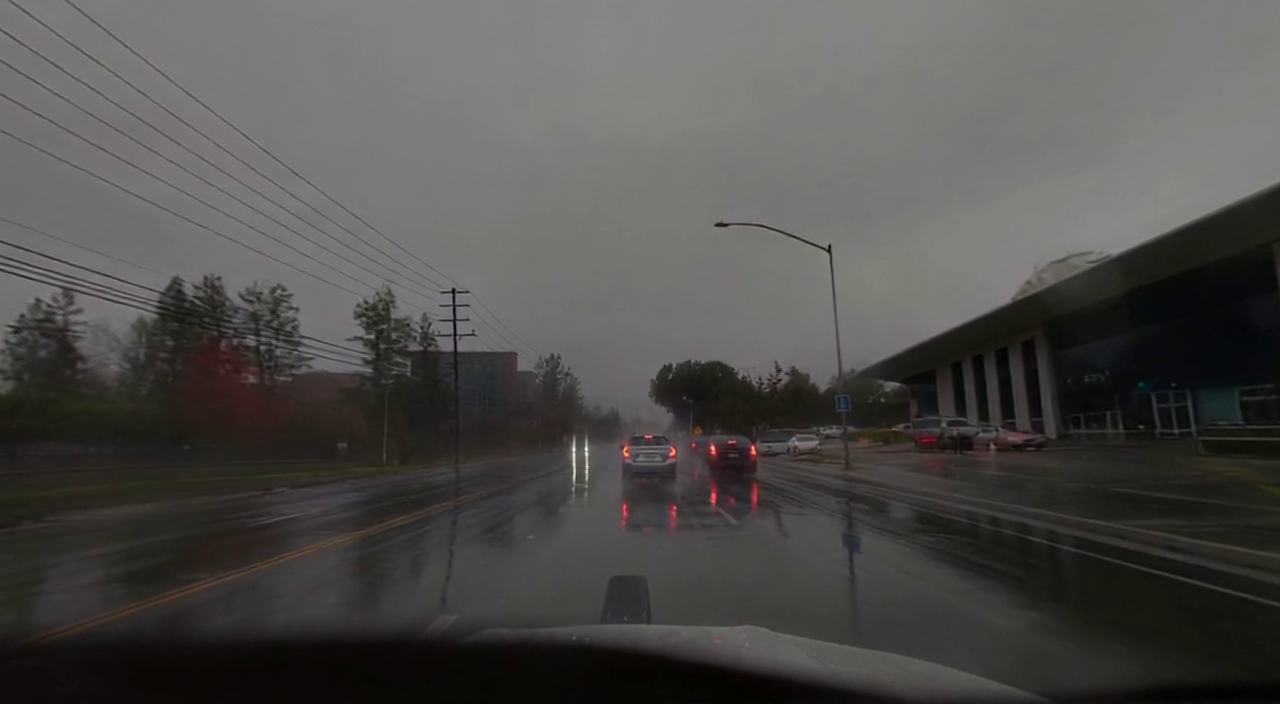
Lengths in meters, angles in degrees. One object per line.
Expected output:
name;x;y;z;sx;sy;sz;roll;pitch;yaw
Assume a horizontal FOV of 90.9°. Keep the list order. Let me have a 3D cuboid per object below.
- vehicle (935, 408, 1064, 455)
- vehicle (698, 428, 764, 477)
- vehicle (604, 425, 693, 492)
vehicle;15.827;3.552;27.892;4.366;1.701;1.965;-4;-9;-1
vehicle;3.441;3.872;24.490;1.914;1.698;4.049;0;-8;-1
vehicle;0.202;2.955;17.759;2.200;1.653;4.127;0;-8;0
